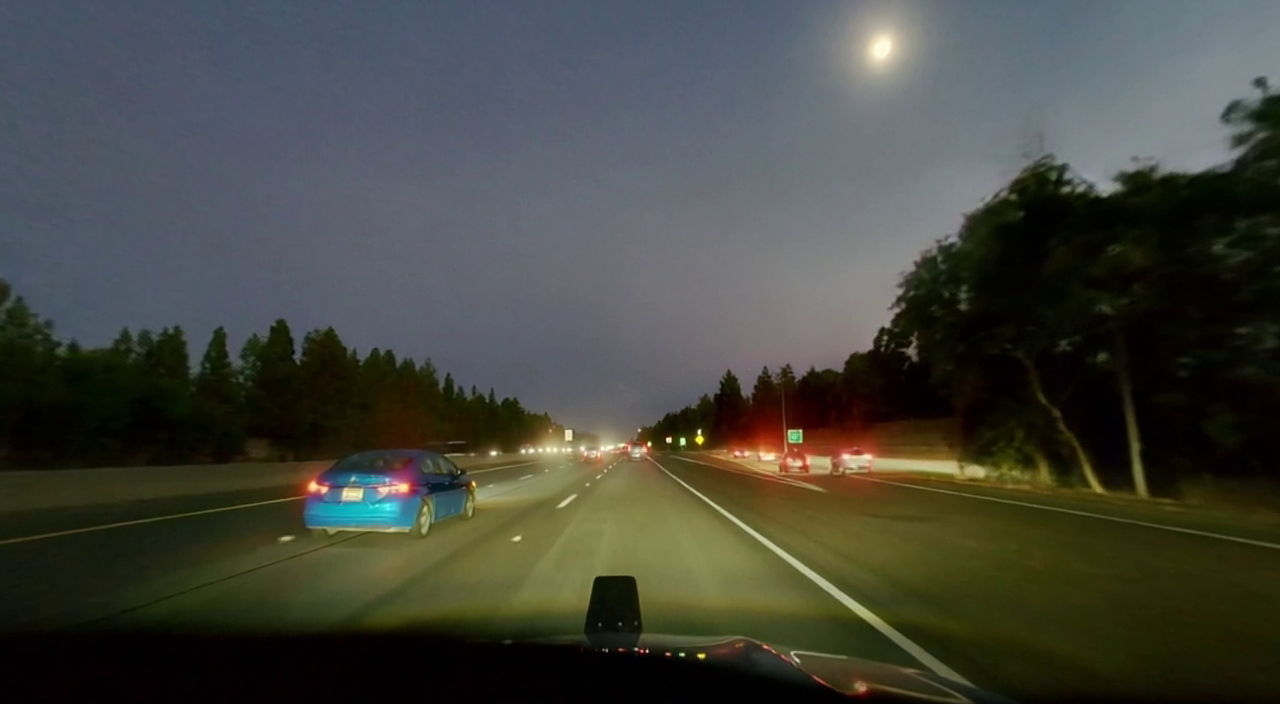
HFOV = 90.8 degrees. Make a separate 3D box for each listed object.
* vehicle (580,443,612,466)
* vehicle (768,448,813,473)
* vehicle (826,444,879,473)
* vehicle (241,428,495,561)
[{"bbox_3d":[-3.436,8.093,49.838,2.206,1.683,4.300,0,-9,0],"label":"vehicle"},{"bbox_3d":[9.637,6.947,40.774,1.940,1.496,4.992,-1,-9,3],"label":"vehicle"},{"bbox_3d":[14.259,7.186,42.737,2.278,1.816,5.666,-1,-9,7],"label":"vehicle"},{"bbox_3d":[-3.707,2.010,9.613,2.020,1.554,4.137,0,-9,0],"label":"vehicle"}]
